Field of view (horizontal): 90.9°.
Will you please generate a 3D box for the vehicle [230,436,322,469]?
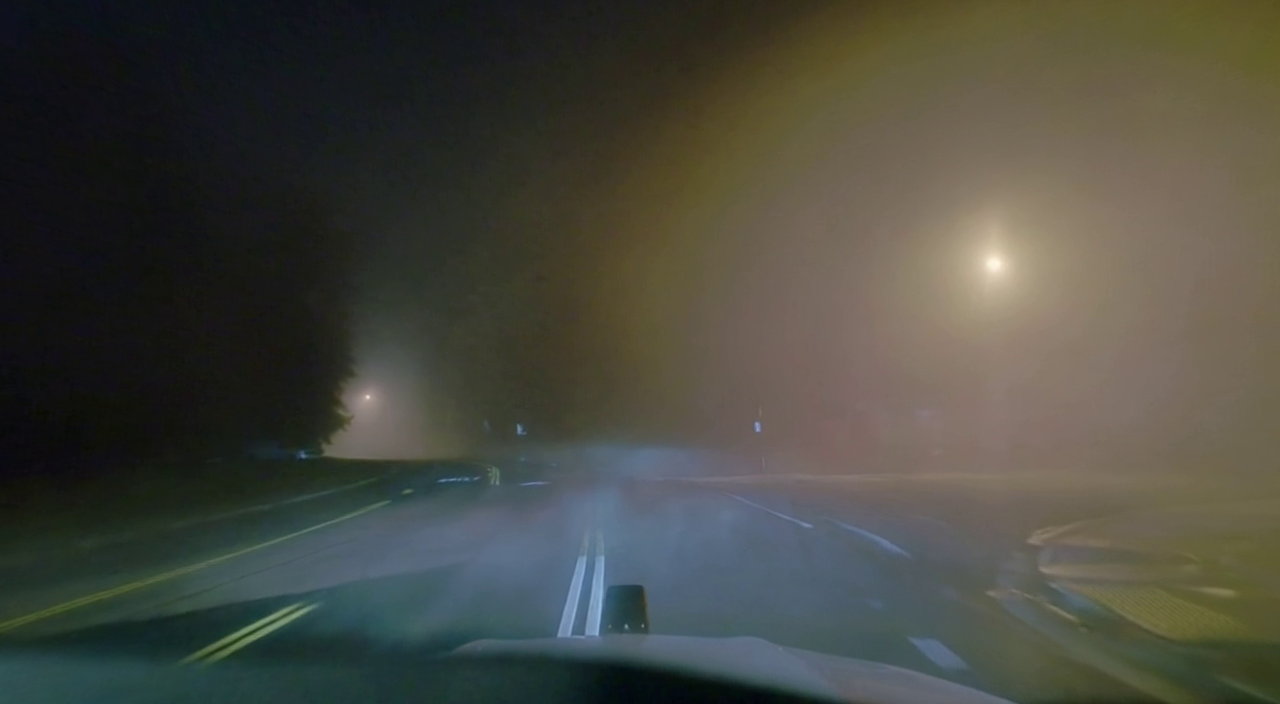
[{"bbox_3d":[-23.118,6.362,40.062,4.699,1.996,2.116,-2,-8,11],"label":"vehicle"}]
